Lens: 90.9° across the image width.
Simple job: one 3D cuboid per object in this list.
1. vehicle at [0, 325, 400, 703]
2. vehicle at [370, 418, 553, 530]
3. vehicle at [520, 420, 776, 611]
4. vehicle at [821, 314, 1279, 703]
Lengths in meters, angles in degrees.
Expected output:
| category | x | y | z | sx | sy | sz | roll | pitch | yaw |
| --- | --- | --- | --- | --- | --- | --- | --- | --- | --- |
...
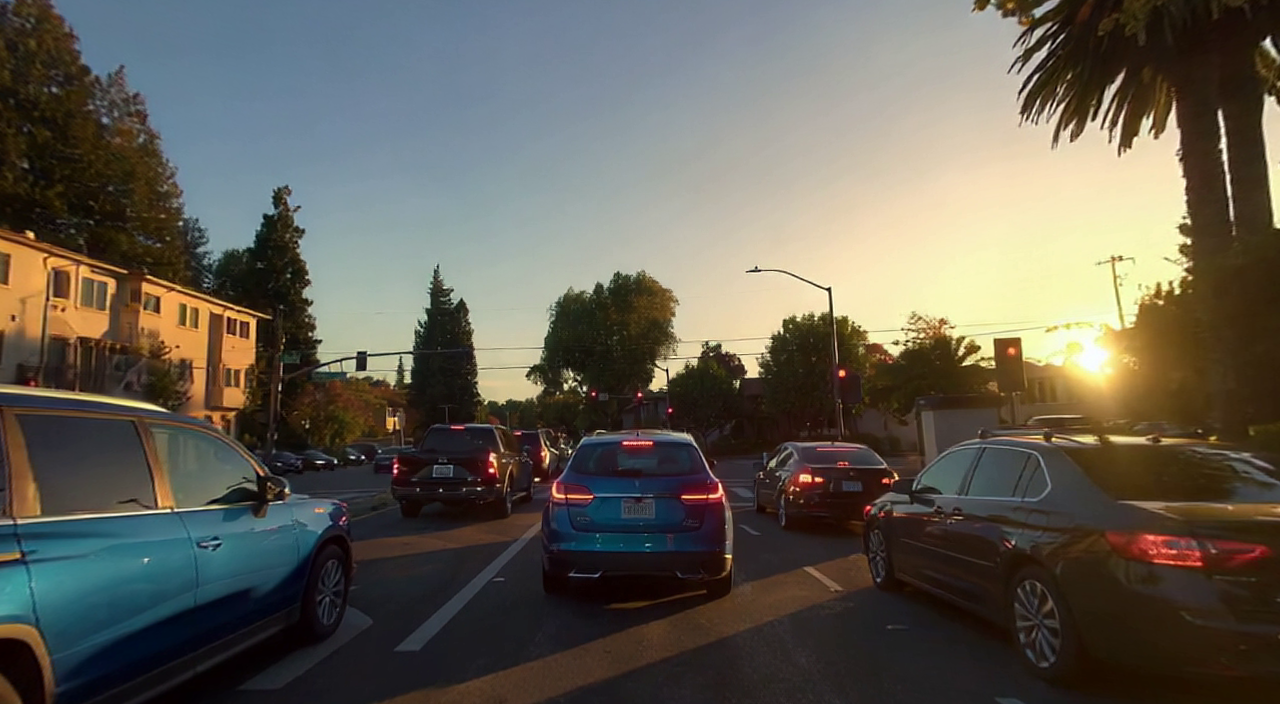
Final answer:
| category | x | y | z | sx | sy | sz | roll | pitch | yaw |
| --- | --- | --- | --- | --- | --- | --- | --- | --- | --- |
| vehicle | -3.126 | 0.954 | 3.298 | 1.982 | 1.721 | 4.261 | 0 | -8 | 1 |
| vehicle | -3.189 | 2.304 | 12.452 | 2.117 | 1.772 | 4.619 | 0 | -8 | 2 |
| vehicle | 0.028 | 1.591 | 7.033 | 2.021 | 1.490 | 3.948 | 0 | -8 | -1 |
| vehicle | 3.215 | 1.105 | 4.730 | 2.141 | 1.833 | 4.704 | 0 | -8 | -2 |
